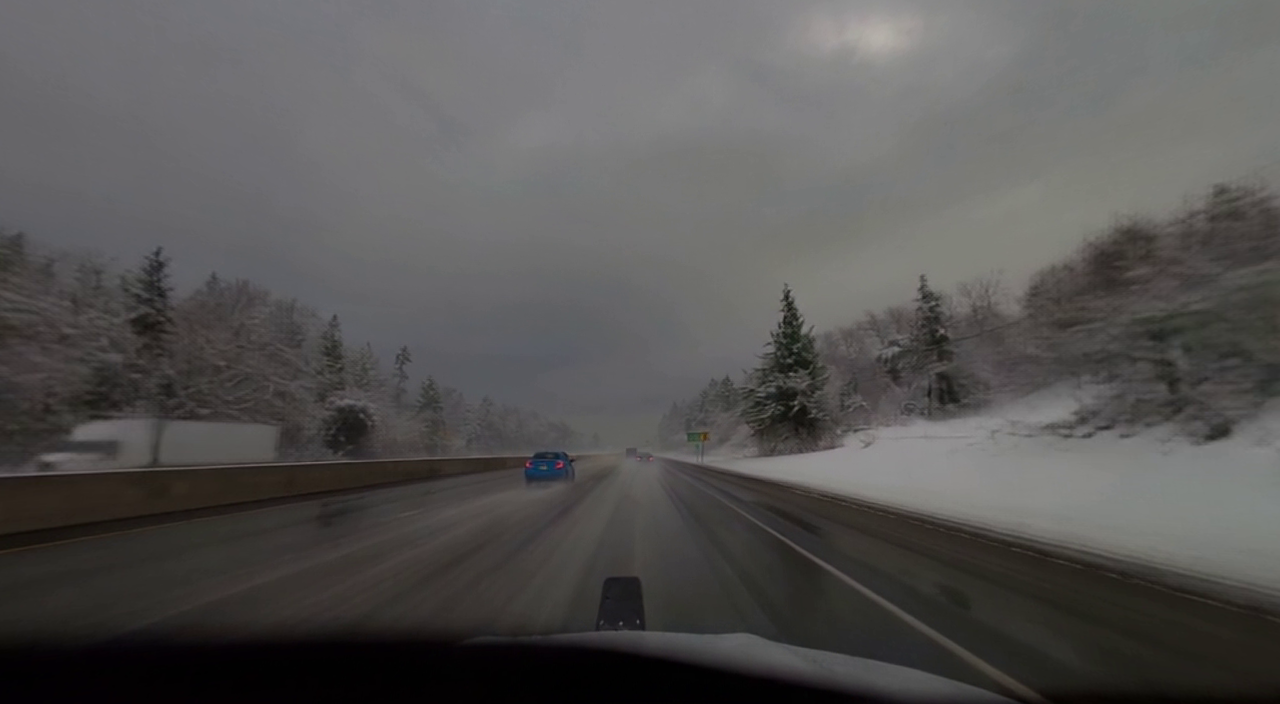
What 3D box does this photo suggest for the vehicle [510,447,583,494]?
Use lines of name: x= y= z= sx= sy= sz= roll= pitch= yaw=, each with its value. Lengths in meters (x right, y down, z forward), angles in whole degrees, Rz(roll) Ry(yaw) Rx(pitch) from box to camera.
vehicle: x=-3.233 y=4.177 z=22.651 sx=1.978 sy=1.498 sz=4.080 roll=0 pitch=-9 yaw=0

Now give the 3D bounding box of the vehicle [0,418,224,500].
vehicle: x=-22.794 y=4.617 z=27.685 sx=2.676 sy=2.929 sz=9.366 roll=0 pitch=-9 yaw=0
